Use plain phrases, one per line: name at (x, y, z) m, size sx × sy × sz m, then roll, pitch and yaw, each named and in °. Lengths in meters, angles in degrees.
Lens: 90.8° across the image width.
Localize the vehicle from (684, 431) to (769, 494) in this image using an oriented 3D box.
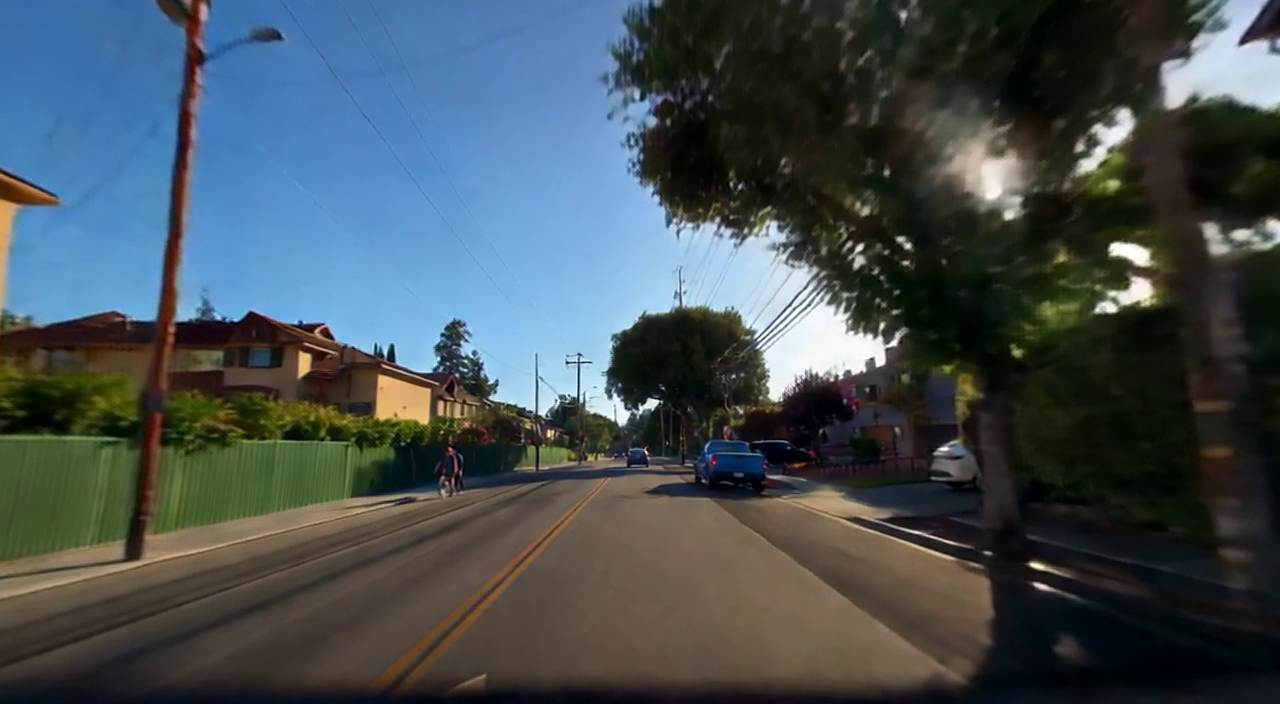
vehicle at (3.086, 4.106, 23.872) m, size 2.278 × 1.933 × 5.860 m, roll 4°, pitch -9°, yaw 0°

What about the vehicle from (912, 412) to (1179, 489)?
vehicle at (11.129, 2.771, 17.777) m, size 5.846 × 1.971 × 2.273 m, roll -1°, pitch -9°, yaw 1°

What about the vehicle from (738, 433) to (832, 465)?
vehicle at (9.665, 6.543, 42.544) m, size 5.590 × 2.067 × 2.553 m, roll 0°, pitch -9°, yaw -2°
